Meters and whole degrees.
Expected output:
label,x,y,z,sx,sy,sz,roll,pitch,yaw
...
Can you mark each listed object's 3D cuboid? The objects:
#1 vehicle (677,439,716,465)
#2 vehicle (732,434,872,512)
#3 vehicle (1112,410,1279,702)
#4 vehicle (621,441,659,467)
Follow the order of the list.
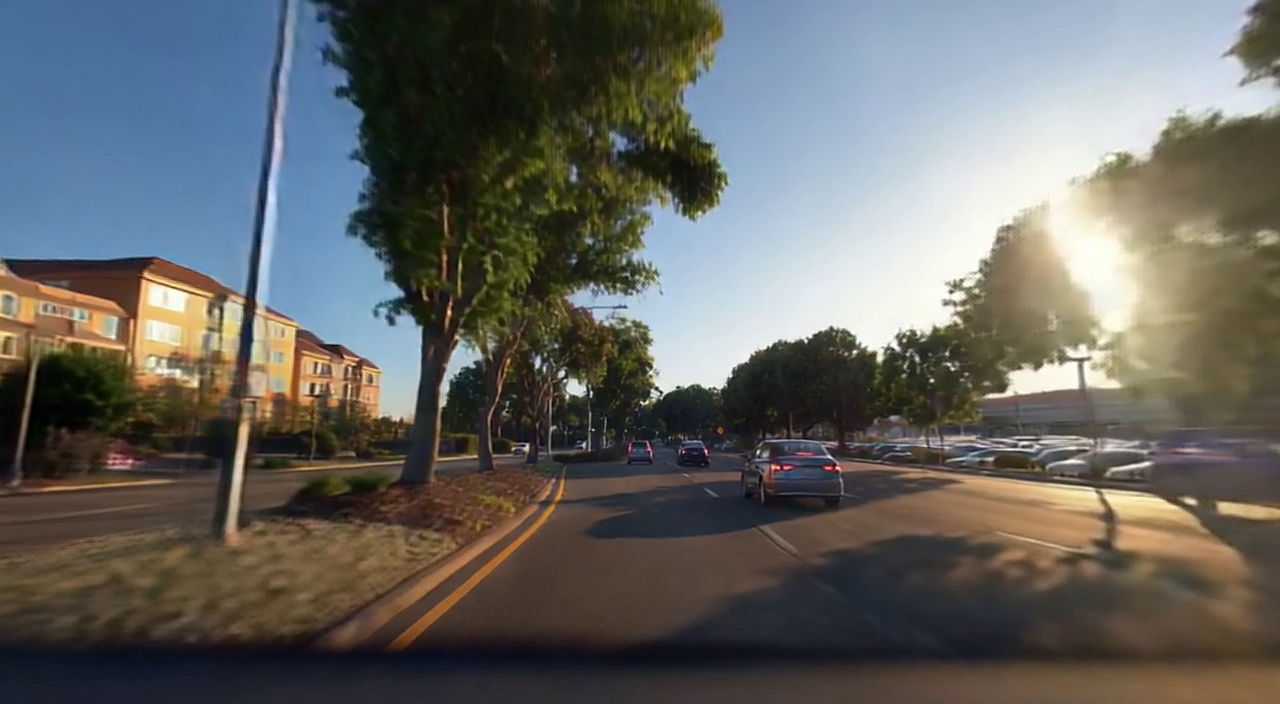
label,x,y,z,sx,sy,sz,roll,pitch,yaw
vehicle,3.669,6.614,41.811,2.041,1.611,4.426,0,-9,-1
vehicle,3.519,2.716,14.750,1.953,1.514,4.672,0,-8,-1
vehicle,4.472,0.877,2.047,2.098,1.507,4.655,0,-8,-3
vehicle,-0.054,5.962,37.030,2.095,1.456,3.873,0,-8,-1
